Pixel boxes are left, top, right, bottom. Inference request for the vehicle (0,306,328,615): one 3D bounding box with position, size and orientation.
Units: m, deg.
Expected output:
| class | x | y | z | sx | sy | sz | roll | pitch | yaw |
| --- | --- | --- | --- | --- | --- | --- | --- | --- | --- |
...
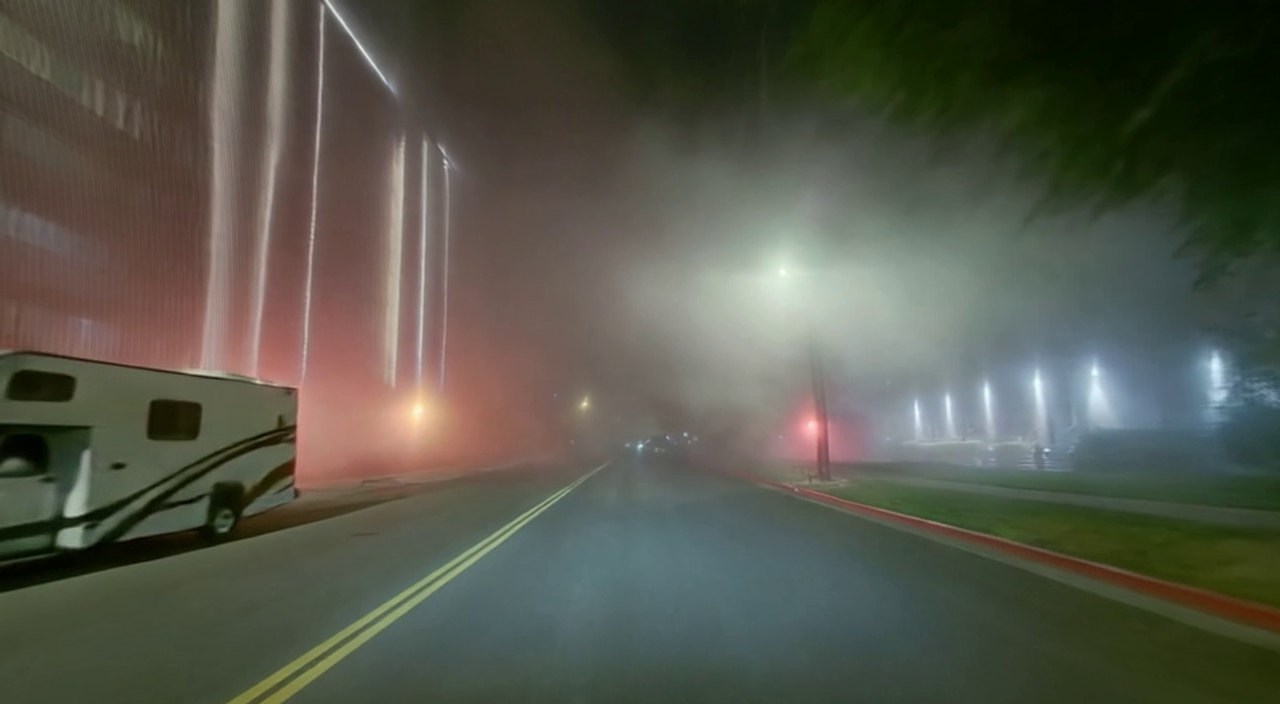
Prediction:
| class | x | y | z | sx | sy | sz | roll | pitch | yaw |
| --- | --- | --- | --- | --- | --- | --- | --- | --- | --- |
| vehicle | -7.435 | 1.274 | 7.963 | 3.108 | 2.771 | 7.999 | 1 | -8 | -2 |
